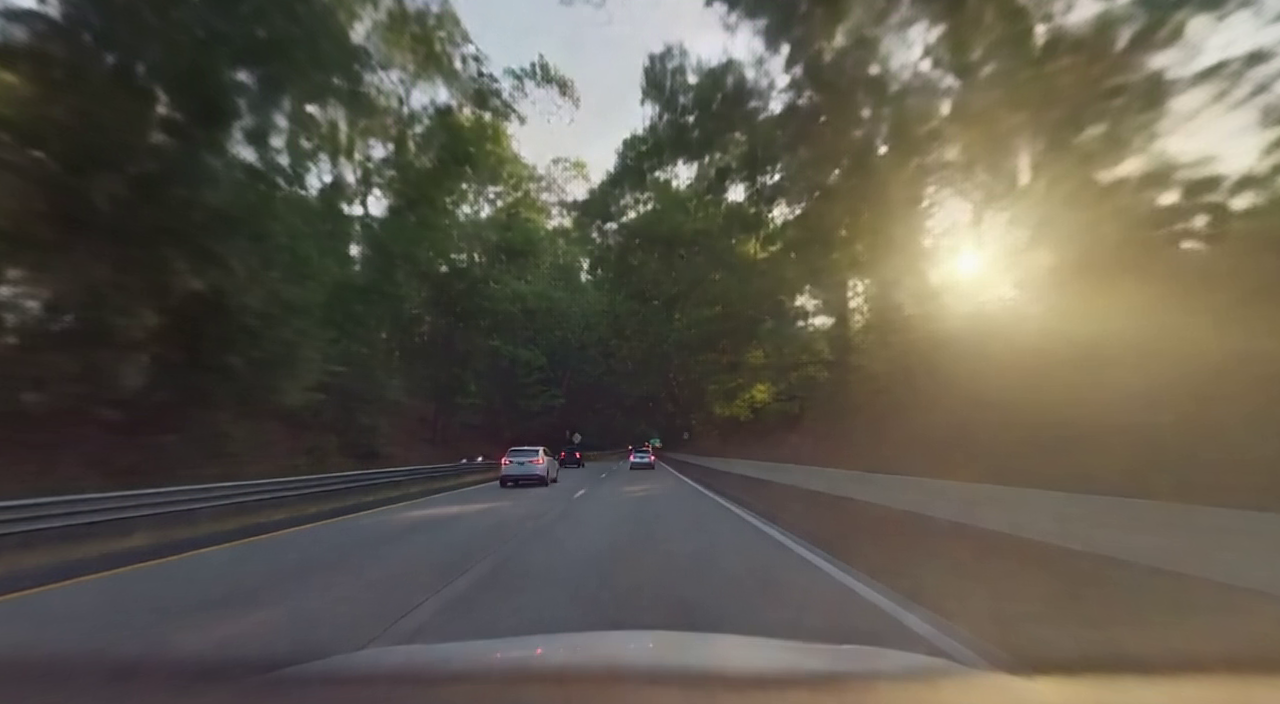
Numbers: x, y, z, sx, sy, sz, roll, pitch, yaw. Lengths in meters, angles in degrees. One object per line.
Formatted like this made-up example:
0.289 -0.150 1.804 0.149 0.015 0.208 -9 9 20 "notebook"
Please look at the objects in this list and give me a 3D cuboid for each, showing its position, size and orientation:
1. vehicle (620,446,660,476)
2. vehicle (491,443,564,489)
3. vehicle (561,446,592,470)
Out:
-0.024 5.845 33.921 2.001 1.490 3.914 0 -9 0 "vehicle"
-4.051 4.165 23.291 1.978 1.538 3.755 0 -9 0 "vehicle"
-4.506 7.548 45.120 1.834 1.615 3.624 0 -9 0 "vehicle"
